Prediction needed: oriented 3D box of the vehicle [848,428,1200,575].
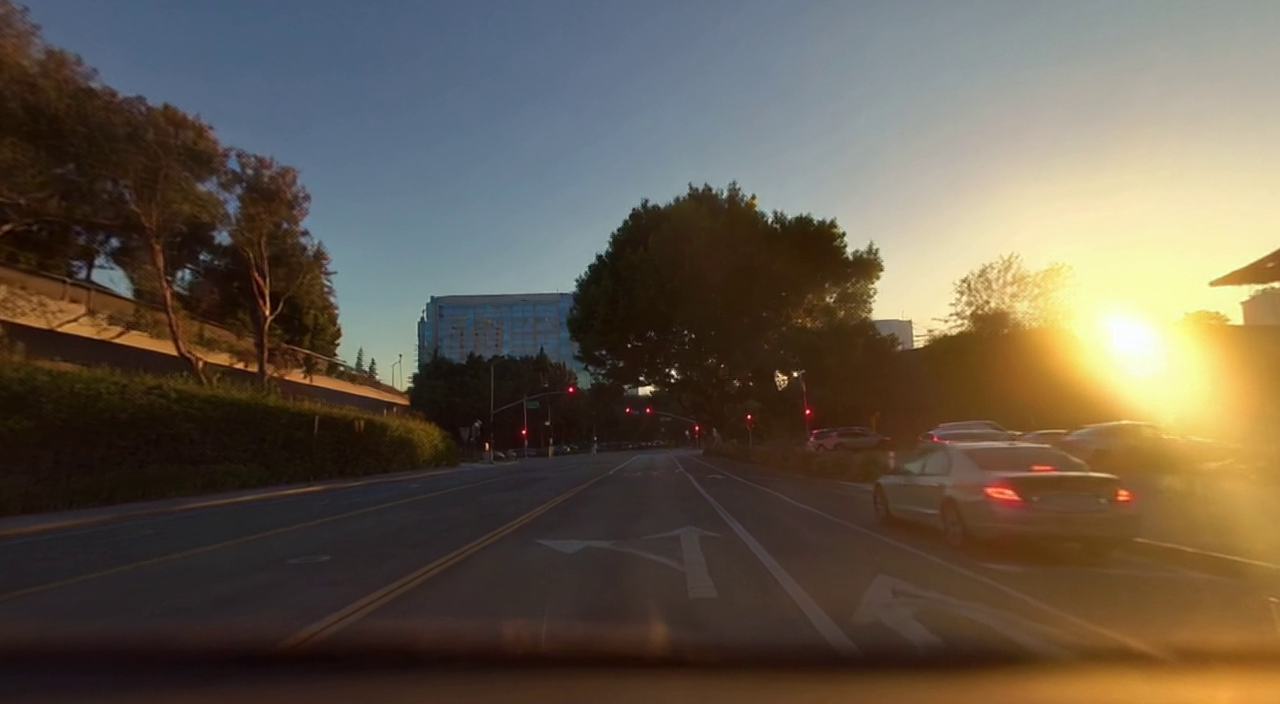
[{"bbox_3d":[4.627,1.845,8.707,2.006,1.448,4.671,0,-8,1],"label":"vehicle"}]
